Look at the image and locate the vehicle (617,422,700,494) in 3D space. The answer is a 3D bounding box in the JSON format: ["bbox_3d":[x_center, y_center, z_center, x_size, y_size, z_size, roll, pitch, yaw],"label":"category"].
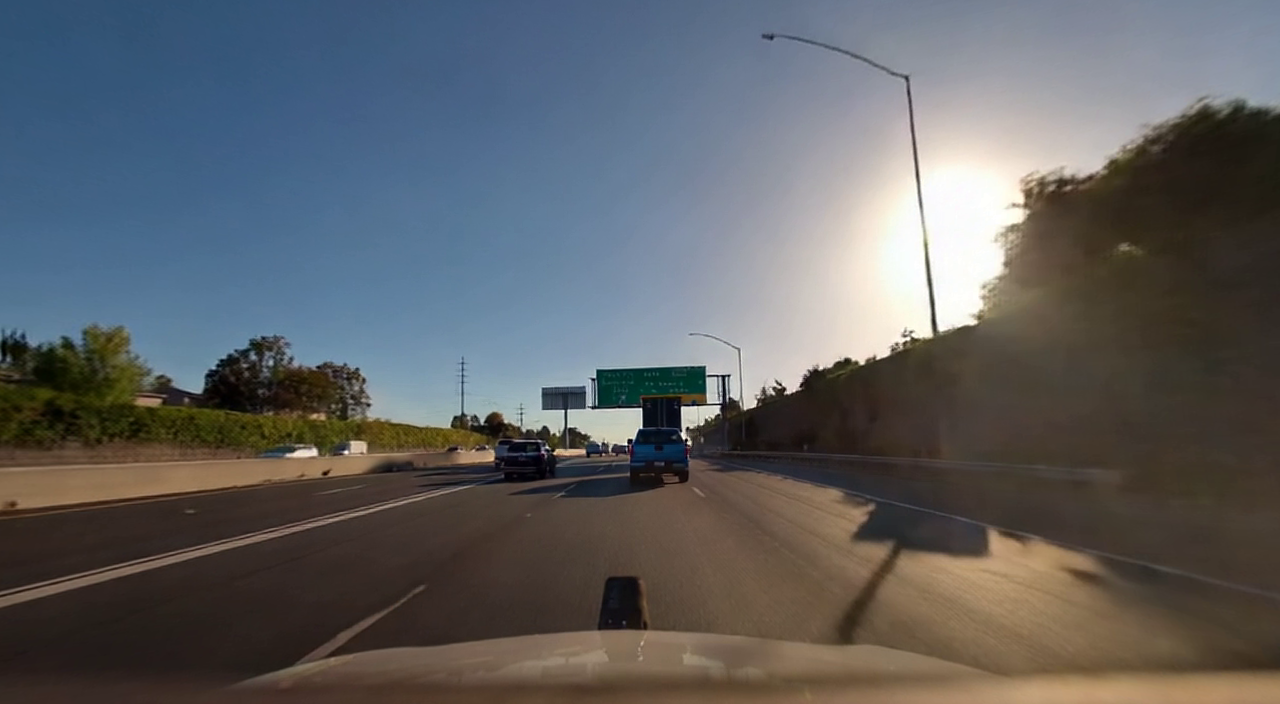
[{"bbox_3d":[0.480,3.011,18.227,2.083,1.792,4.782,0,-8,1],"label":"vehicle"}]

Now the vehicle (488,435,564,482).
[{"bbox_3d":[-4.242,4.051,24.242,1.961,1.591,4.756,0,-8,1],"label":"vehicle"}]

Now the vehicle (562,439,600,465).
[{"bbox_3d":[-3.851,6.650,42.046,2.061,1.584,4.290,0,-8,1],"label":"vehicle"}]
